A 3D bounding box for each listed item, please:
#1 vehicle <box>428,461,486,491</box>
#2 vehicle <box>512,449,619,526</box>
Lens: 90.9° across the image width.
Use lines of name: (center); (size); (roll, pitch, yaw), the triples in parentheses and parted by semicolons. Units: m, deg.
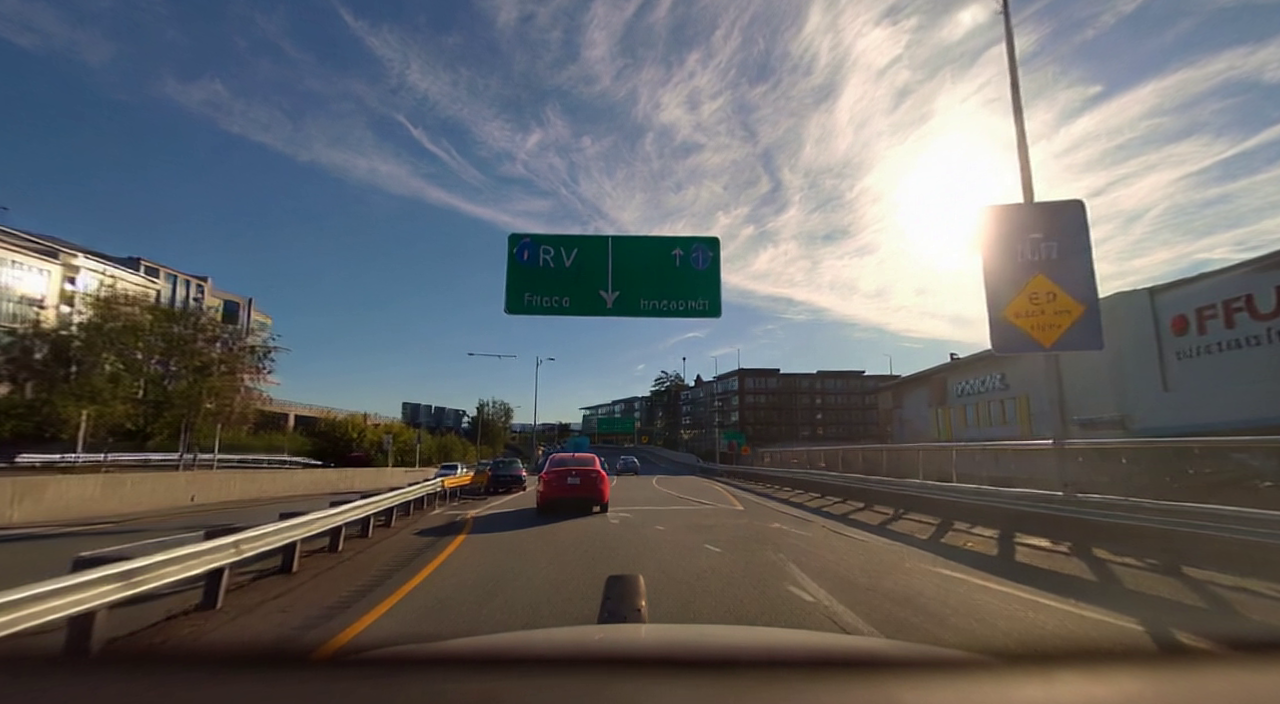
vehicle: (-10.105, 6.872, 35.073); (1.854, 1.472, 3.728); (-1, -9, 4)
vehicle: (-1.660, 2.942, 14.259); (2.063, 1.442, 3.933); (1, -9, -7)
